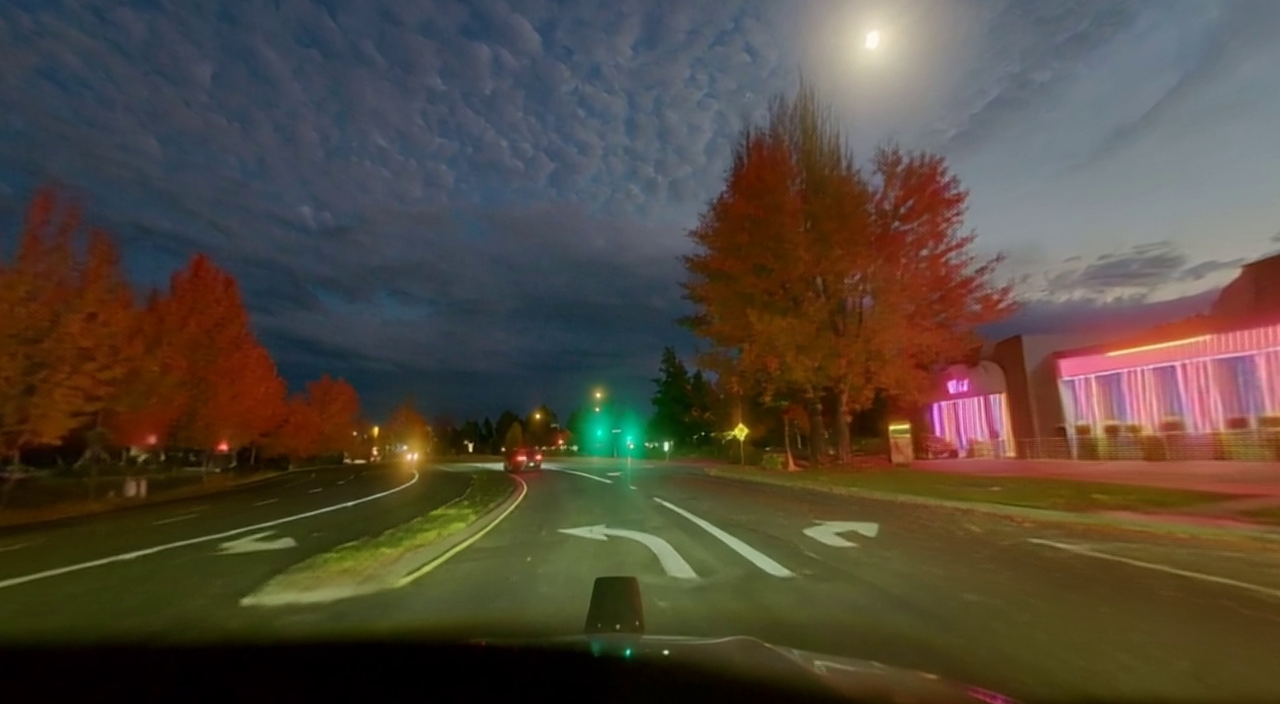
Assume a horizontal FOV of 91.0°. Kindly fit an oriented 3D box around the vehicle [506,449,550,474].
[{"bbox_3d":[-7.421,7.165,41.443,2.018,1.512,4.304,3,-10,-21],"label":"vehicle"}]

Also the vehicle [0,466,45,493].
[{"bbox_3d":[-48.853,9.831,48.869,1.992,1.906,4.724,3,-10,-21],"label":"vehicle"}]
